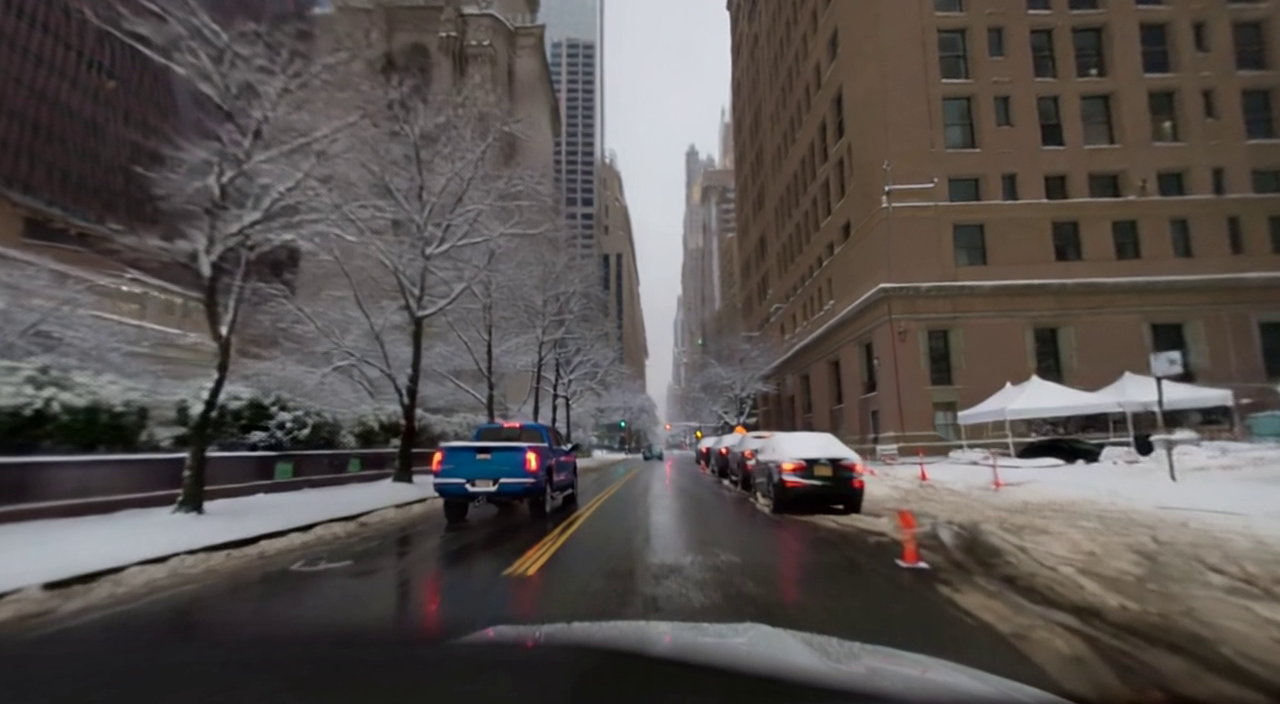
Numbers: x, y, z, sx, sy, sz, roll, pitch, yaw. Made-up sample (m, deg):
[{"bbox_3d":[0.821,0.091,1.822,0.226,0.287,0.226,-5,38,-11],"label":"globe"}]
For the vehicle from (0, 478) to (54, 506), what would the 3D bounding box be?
[{"bbox_3d":[-46.109,10.242,46.151,1.970,1.764,4.948,0,-9,-7],"label":"vehicle"}]

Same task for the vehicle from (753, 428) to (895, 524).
[{"bbox_3d":[3.508,2.438,12.903,2.023,1.607,4.225,-2,-9,6],"label":"vehicle"}]

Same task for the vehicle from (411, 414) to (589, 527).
[{"bbox_3d":[-2.716,2.530,14.051,2.452,1.954,5.653,-1,-9,2],"label":"vehicle"}]
